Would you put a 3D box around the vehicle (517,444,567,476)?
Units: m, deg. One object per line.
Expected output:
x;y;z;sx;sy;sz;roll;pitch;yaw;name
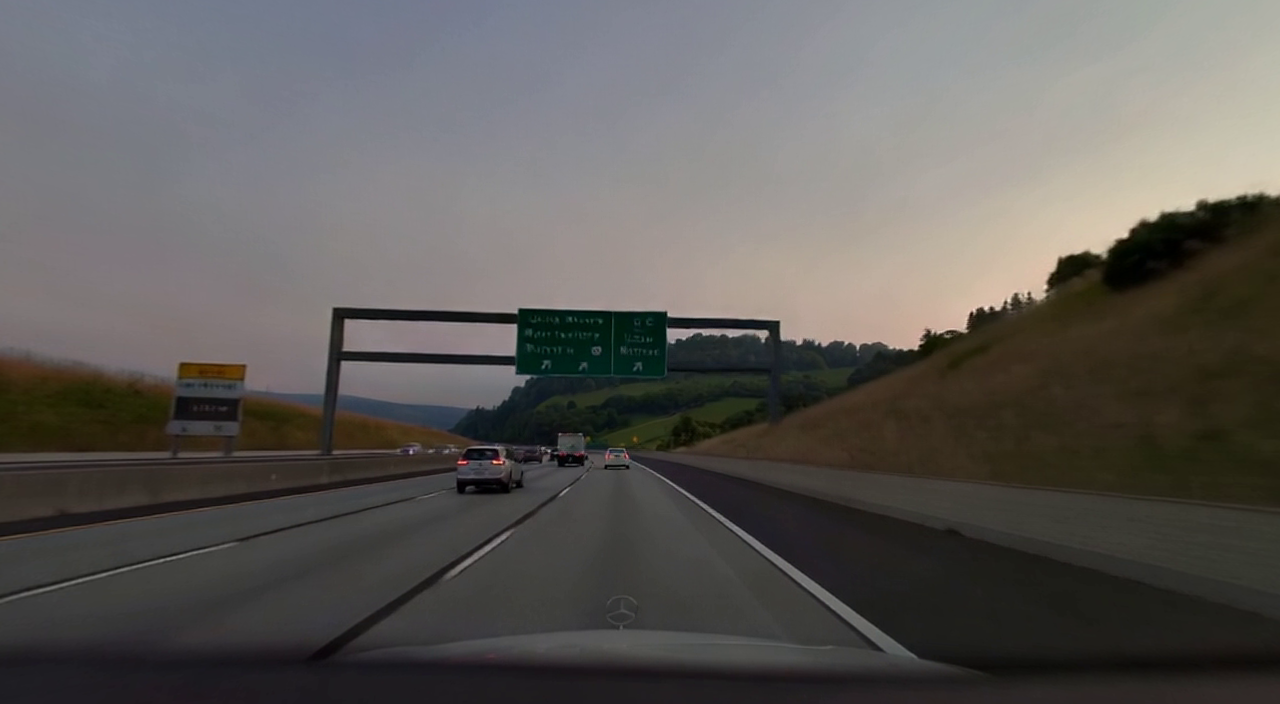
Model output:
-5.222;5.814;34.183;2.118;1.624;4.032;0;-9;-1;vehicle

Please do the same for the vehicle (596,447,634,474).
-1.452;6.093;35.647;1.988;1.440;4.201;0;-9;-3;vehicle

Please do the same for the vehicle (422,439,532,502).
-4.650;3.440;18.720;2.208;1.619;4.162;0;-9;-1;vehicle
